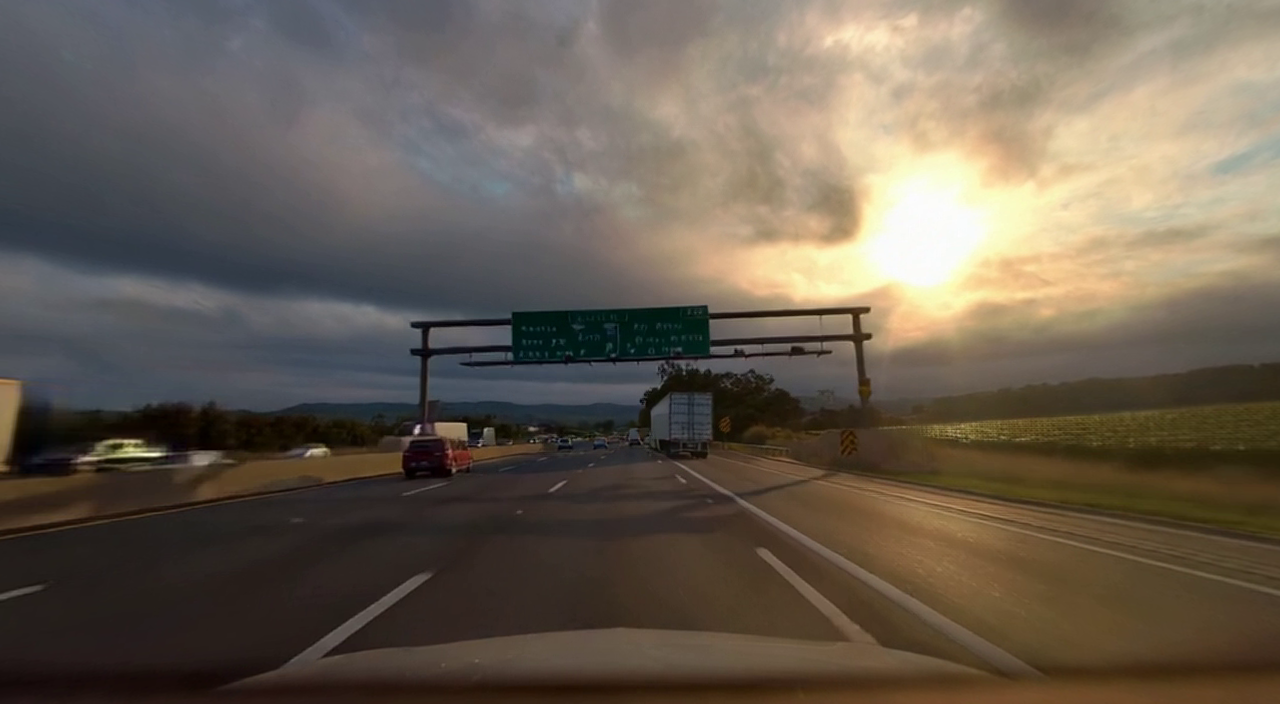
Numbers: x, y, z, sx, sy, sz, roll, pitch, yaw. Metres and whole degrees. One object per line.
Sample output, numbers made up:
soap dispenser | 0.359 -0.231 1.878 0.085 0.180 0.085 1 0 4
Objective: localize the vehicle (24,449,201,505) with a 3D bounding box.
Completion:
vehicle | -15.236 3.596 18.529 1.883 1.356 3.865 0 -8 0

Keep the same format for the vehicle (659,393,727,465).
vehicle | 2.939 4.783 38.941 2.760 3.710 12.230 0 -7 -2

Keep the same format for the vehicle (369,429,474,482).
vehicle | -7.472 3.569 22.147 2.076 1.636 4.597 0 -8 -1

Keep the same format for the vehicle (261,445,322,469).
vehicle | -24.155 7.279 43.868 1.784 1.476 4.401 0 -8 -1
